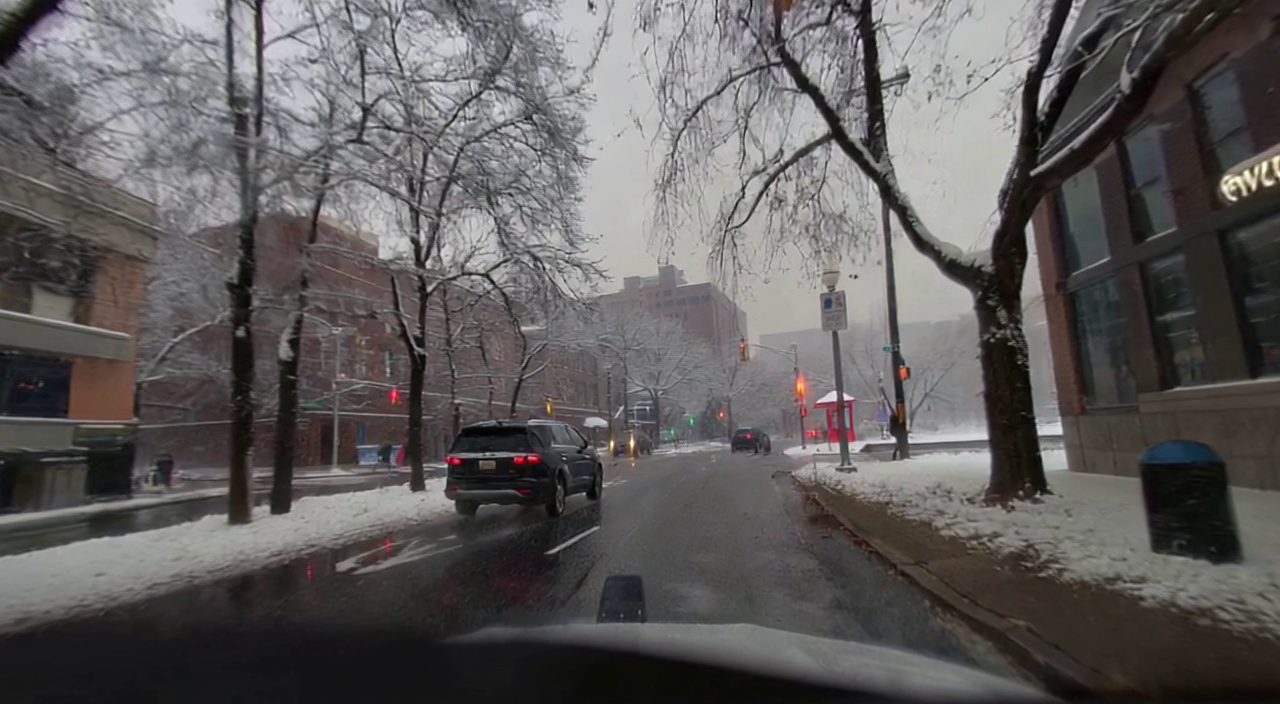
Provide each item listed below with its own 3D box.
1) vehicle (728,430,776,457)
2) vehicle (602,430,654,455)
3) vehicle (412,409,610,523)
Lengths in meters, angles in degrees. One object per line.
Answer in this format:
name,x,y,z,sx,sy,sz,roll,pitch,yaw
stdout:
vehicle,6.718,5.435,37.447,2.006,1.470,4.099,-3,-9,21
vehicle,-0.760,6.428,44.916,2.017,1.684,4.483,-4,-9,23
vehicle,-2.127,2.071,11.981,2.101,1.721,4.364,-2,-8,11
